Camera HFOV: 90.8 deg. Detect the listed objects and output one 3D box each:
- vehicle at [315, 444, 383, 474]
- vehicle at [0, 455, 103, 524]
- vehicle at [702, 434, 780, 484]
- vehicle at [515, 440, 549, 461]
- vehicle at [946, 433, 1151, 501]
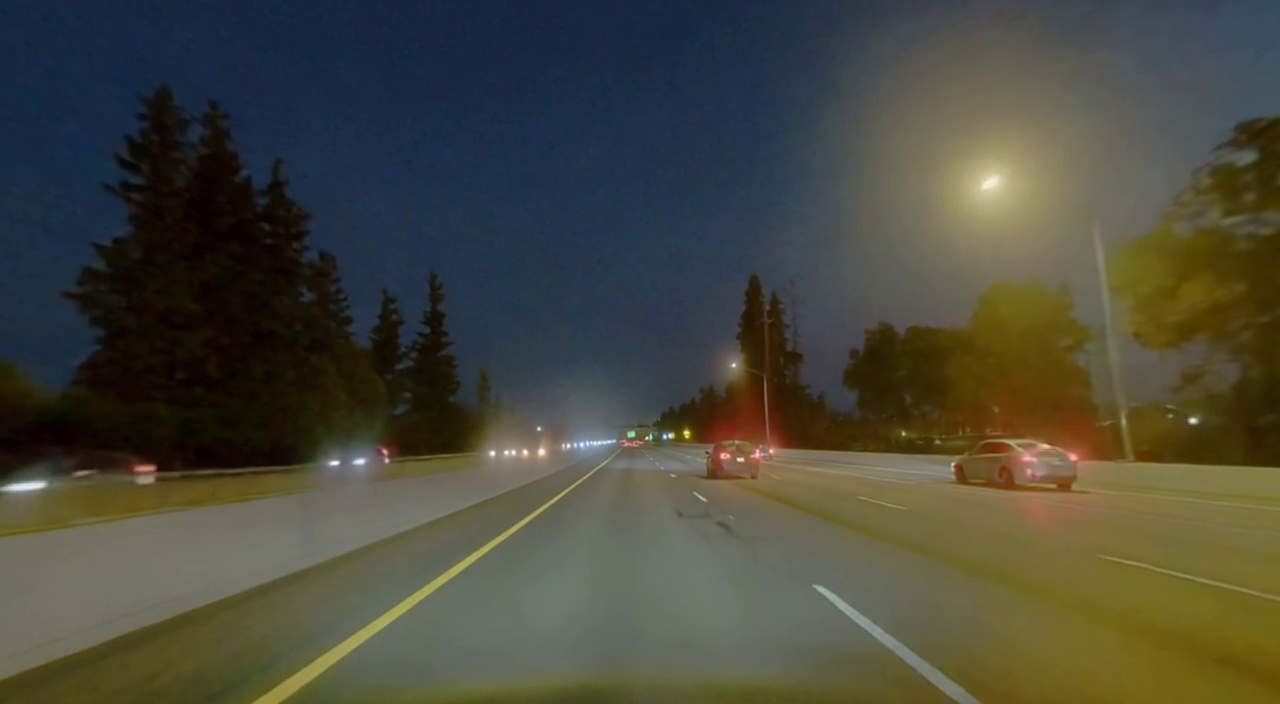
[{"bbox_3d":[-18.762,6.917,41.052,2.053,1.810,5.015,0,-9,0],"label":"vehicle"},{"bbox_3d":[-14.939,3.061,14.006,1.944,1.456,4.673,0,-9,0],"label":"vehicle"},{"bbox_3d":[3.531,3.838,22.923,2.018,1.600,4.121,0,-9,-2],"label":"vehicle"},{"bbox_3d":[-8.168,7.500,48.219,1.860,1.503,3.883,0,-9,1],"label":"vehicle"},{"bbox_3d":[10.540,3.001,16.946,1.987,1.502,5.130,0,-9,-1],"label":"vehicle"}]
